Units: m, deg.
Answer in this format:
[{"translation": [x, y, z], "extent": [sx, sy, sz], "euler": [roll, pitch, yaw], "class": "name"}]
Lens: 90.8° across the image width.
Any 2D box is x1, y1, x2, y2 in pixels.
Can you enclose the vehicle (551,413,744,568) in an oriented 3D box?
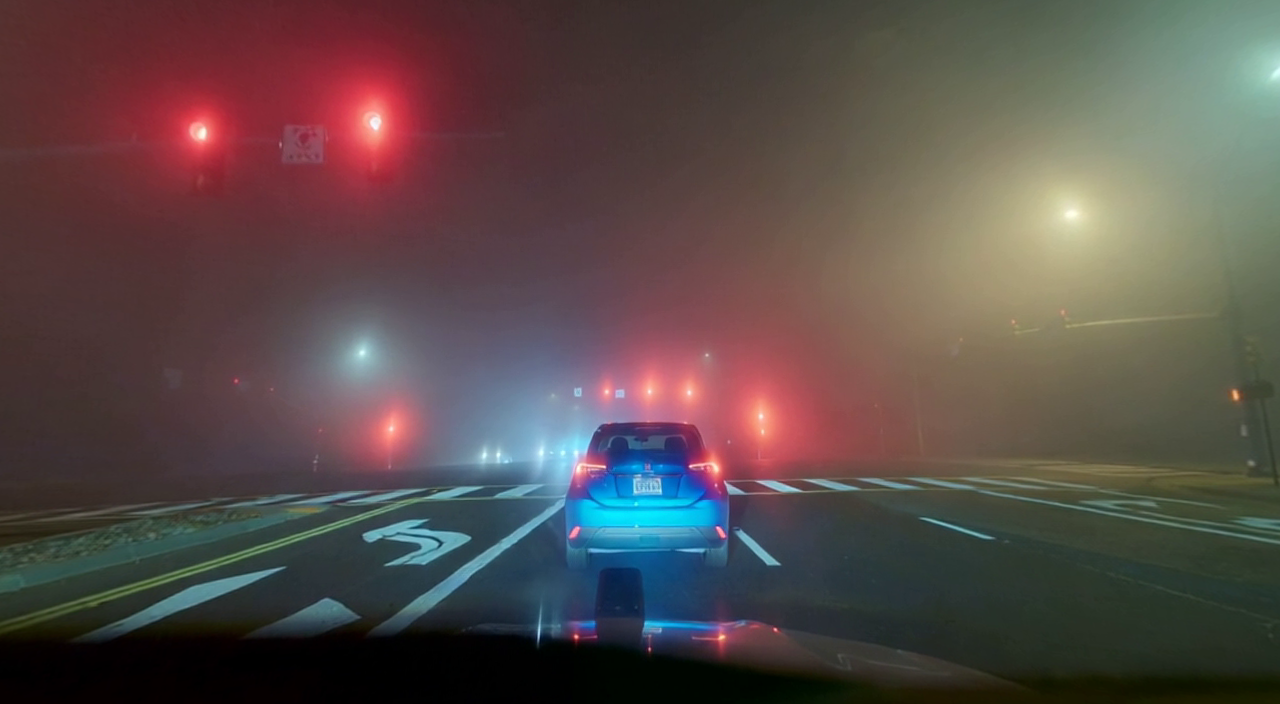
[{"translation": [0.045, 1.755, 8.710], "extent": [2.027, 1.626, 3.942], "euler": [0, -8, -1], "class": "vehicle"}]
